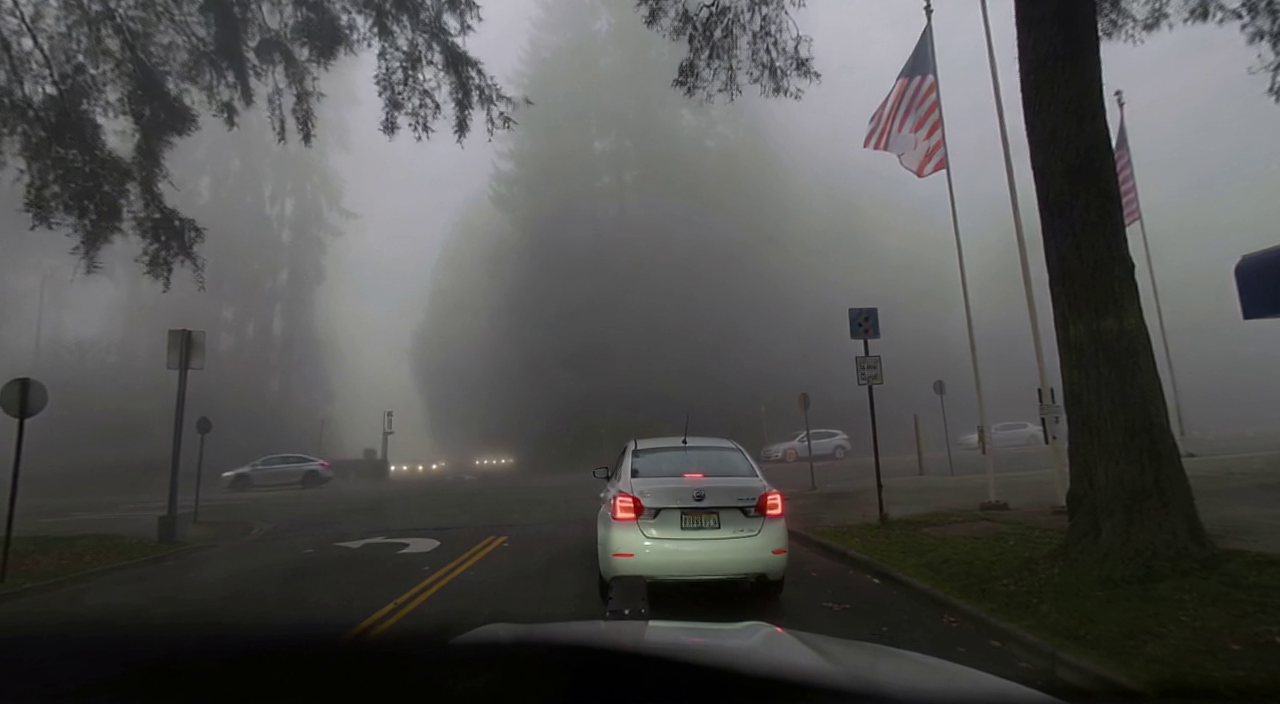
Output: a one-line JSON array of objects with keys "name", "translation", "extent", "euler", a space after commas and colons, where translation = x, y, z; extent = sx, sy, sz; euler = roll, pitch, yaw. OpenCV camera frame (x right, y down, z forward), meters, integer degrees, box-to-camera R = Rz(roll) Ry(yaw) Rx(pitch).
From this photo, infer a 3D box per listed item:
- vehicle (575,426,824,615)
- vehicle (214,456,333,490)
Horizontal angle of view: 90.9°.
[{"name": "vehicle", "translation": [0.381, 1.622, 6.905], "extent": [1.985, 1.463, 3.647], "euler": [0, -9, -3]}, {"name": "vehicle", "translation": [-16.853, 5.571, 29.135], "extent": [4.278, 1.475, 1.804], "euler": [0, -10, -5]}]
